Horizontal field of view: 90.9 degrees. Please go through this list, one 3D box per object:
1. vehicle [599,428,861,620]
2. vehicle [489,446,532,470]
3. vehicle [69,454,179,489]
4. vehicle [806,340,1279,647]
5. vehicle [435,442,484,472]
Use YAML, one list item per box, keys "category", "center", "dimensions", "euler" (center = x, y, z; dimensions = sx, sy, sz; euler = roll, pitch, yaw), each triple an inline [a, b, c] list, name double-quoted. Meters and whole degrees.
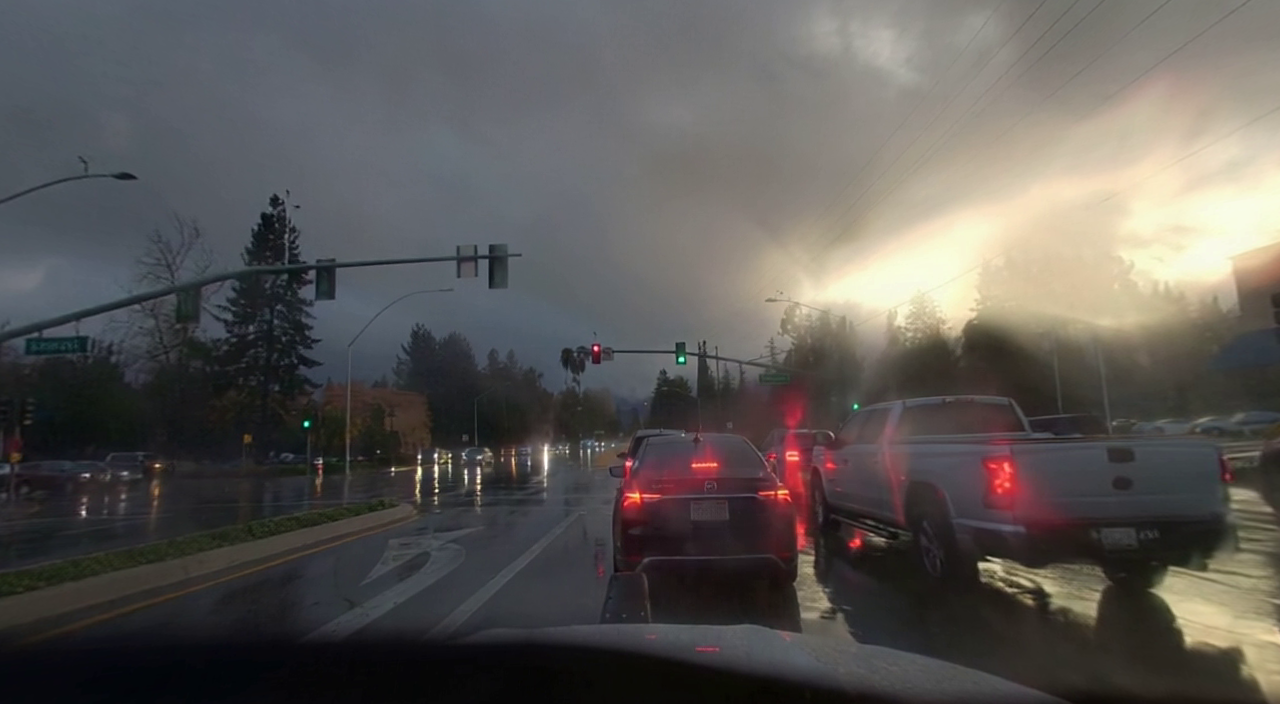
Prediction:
- category: "vehicle"
  center: [0.611, 1.601, 6.811]
  dimensions: [2.038, 1.447, 3.756]
  euler: [0, -8, -3]
- category: "vehicle"
  center: [-8.460, 6.983, 41.631]
  dimensions: [2.002, 1.469, 4.301]
  euler: [0, -8, -1]
- category: "vehicle"
  center: [-29.082, 6.700, 35.591]
  dimensions: [4.789, 1.828, 2.025]
  euler: [-2, -9, 10]
- category: "vehicle"
  center: [3.807, 1.345, 7.088]
  dimensions: [2.358, 2.116, 5.328]
  euler: [0, -8, -1]
- category: "vehicle"
  center: [-11.876, 6.919, 41.782]
  dimensions: [1.991, 1.844, 4.393]
  euler: [0, -8, -1]
